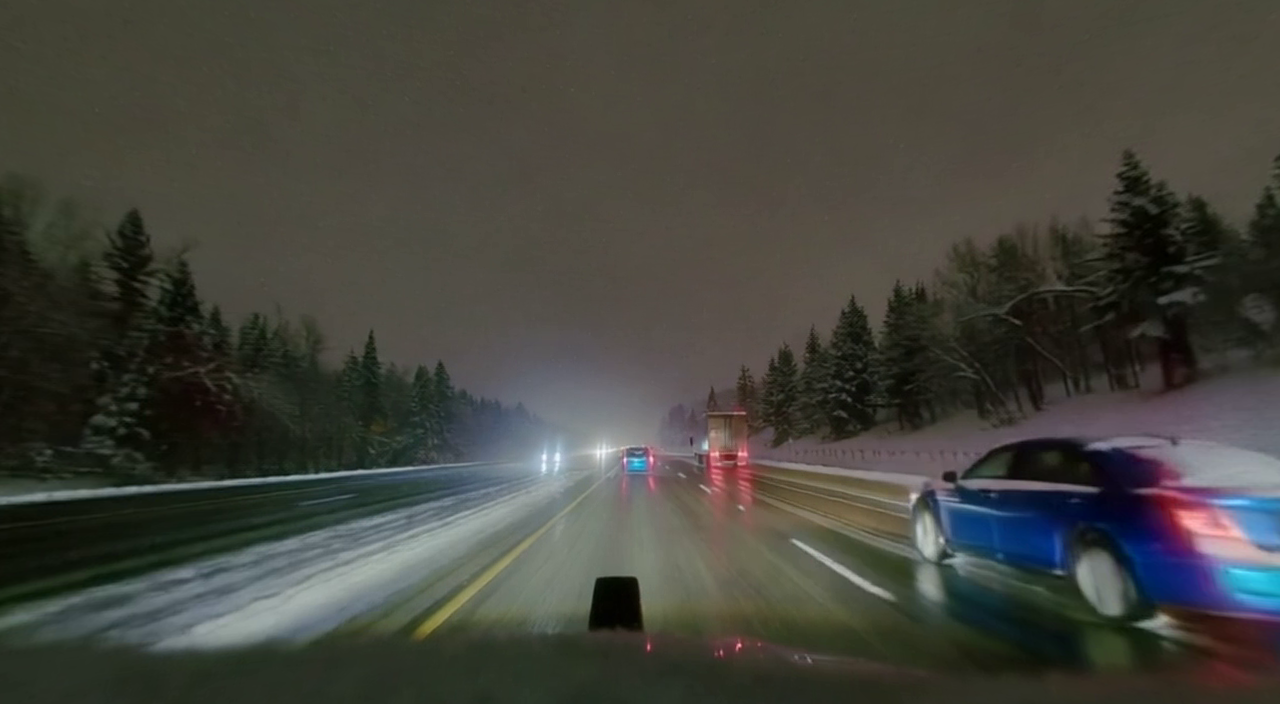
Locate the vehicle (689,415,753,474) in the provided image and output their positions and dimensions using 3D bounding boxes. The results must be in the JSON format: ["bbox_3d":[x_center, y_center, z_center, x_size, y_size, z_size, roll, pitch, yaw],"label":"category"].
[{"bbox_3d":[4.657,5.575,37.641,2.791,3.201,7.145,-1,-9,0],"label":"vehicle"}]

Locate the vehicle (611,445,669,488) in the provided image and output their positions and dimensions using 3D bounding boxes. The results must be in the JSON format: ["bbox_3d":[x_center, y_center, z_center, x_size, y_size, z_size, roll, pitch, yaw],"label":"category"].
[{"bbox_3d":[-0.022,4.418,24.485,2.066,1.490,3.759,0,-9,-1],"label":"vehicle"}]

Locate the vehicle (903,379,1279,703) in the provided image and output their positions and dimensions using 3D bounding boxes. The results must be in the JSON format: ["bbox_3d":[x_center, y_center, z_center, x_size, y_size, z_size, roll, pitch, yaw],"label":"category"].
[{"bbox_3d":[3.868,1.184,4.697,1.953,1.540,4.101,0,-9,-1],"label":"vehicle"}]
